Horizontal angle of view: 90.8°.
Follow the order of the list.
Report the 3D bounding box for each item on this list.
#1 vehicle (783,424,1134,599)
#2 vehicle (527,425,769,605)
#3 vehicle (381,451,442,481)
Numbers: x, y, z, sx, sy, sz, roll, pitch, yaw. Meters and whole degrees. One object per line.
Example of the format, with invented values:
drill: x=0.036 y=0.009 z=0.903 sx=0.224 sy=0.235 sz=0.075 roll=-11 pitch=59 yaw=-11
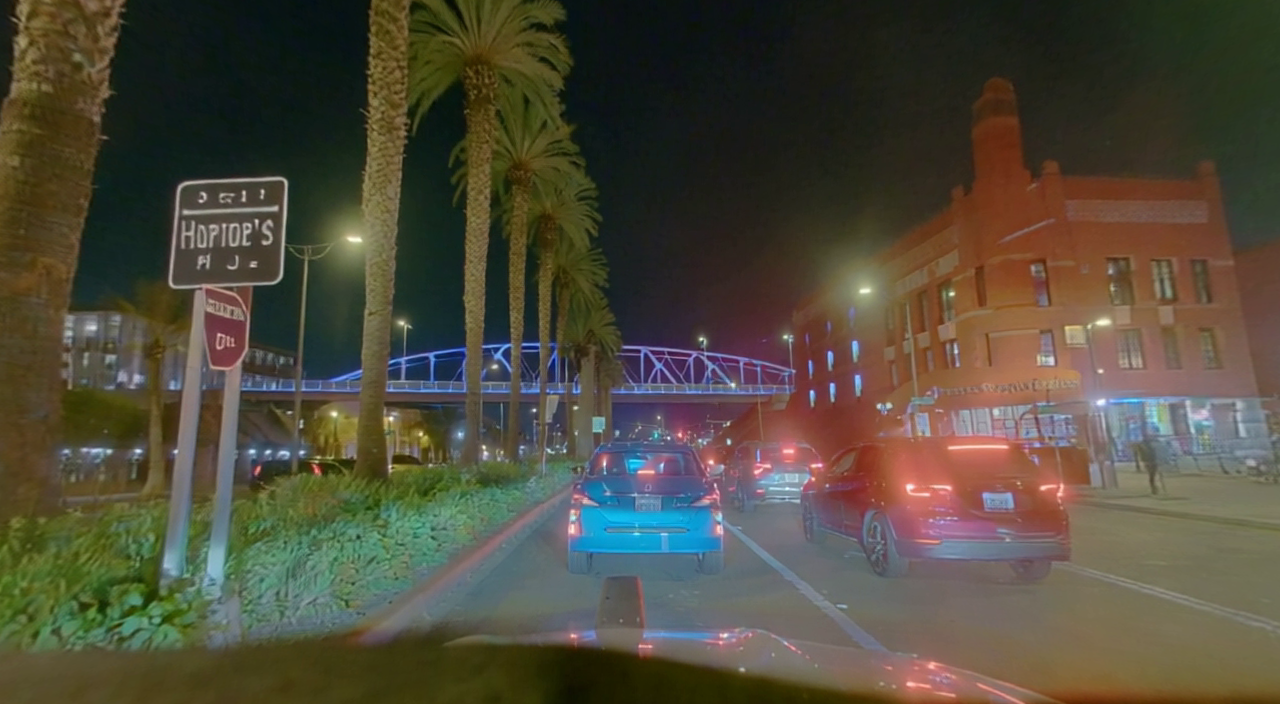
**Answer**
vehicle: x=3.264 y=1.713 z=7.725 sx=1.920 sy=1.490 sz=4.417 roll=0 pitch=-9 yaw=-1
vehicle: x=0.062 y=1.669 z=7.275 sx=2.048 sy=1.503 sz=3.681 roll=0 pitch=-9 yaw=0
vehicle: x=-14.949 y=7.470 z=41.669 sx=2.104 sy=1.802 sz=4.852 roll=0 pitch=-9 yaw=1
